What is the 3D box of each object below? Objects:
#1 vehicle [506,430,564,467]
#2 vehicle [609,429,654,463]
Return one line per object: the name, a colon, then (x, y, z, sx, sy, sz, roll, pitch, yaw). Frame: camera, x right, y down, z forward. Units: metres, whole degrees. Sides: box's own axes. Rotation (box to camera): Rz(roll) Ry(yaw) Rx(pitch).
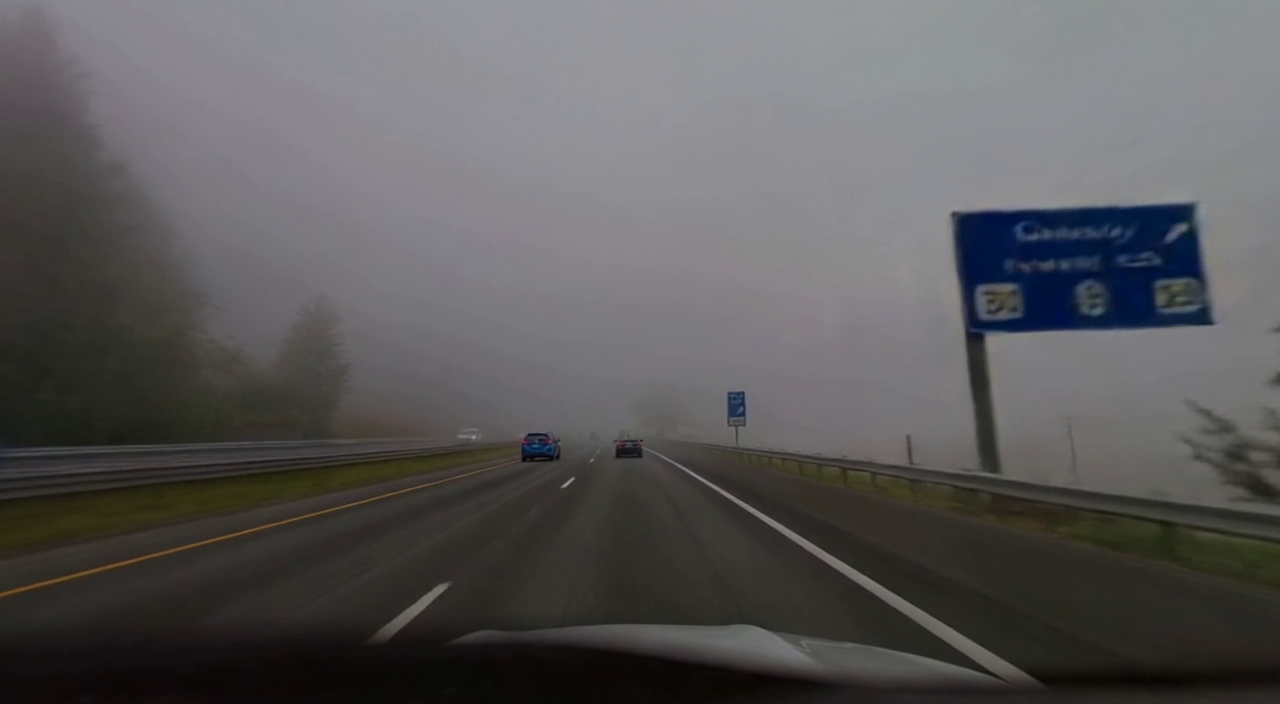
vehicle: (-4.604, 4.313, 28.296, 1.975, 1.518, 4.242, 0, -8, -1)
vehicle: (-0.489, 4.762, 32.237, 2.162, 1.616, 4.242, 0, -8, -2)
